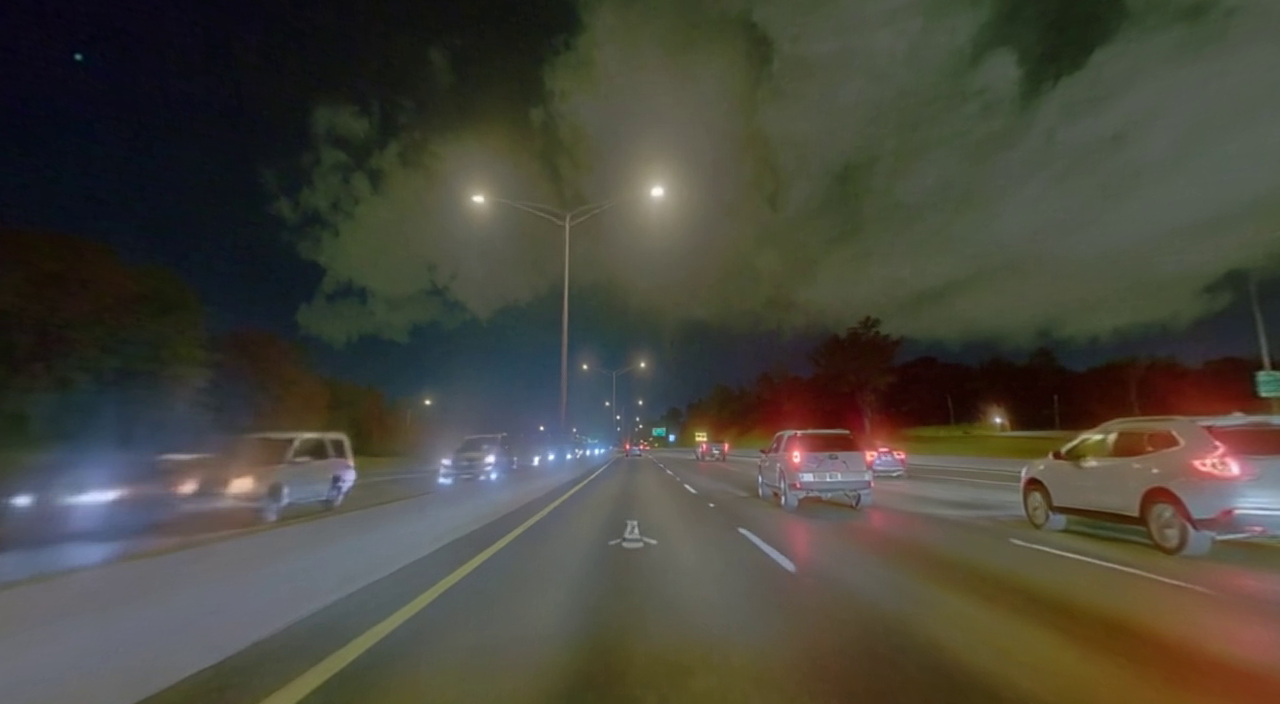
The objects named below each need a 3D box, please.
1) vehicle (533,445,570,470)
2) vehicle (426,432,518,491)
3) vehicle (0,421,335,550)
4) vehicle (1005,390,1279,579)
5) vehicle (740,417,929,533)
[{"bbox_3d":[-5.816,6.940,41.816,1.888,1.532,3.906,0,-8,0],"label":"vehicle"},{"bbox_3d":[-5.749,3.794,22.284,2.048,1.838,4.587,0,-8,-1],"label":"vehicle"},{"bbox_3d":[-9.060,2.597,13.239,2.273,2.041,6.129,0,-8,0],"label":"vehicle"},{"bbox_3d":[7.166,1.557,7.989,2.040,1.801,4.959,0,-8,-1],"label":"vehicle"},{"bbox_3d":[3.242,2.151,11.616,2.059,1.711,4.302,0,-8,0],"label":"vehicle"}]
